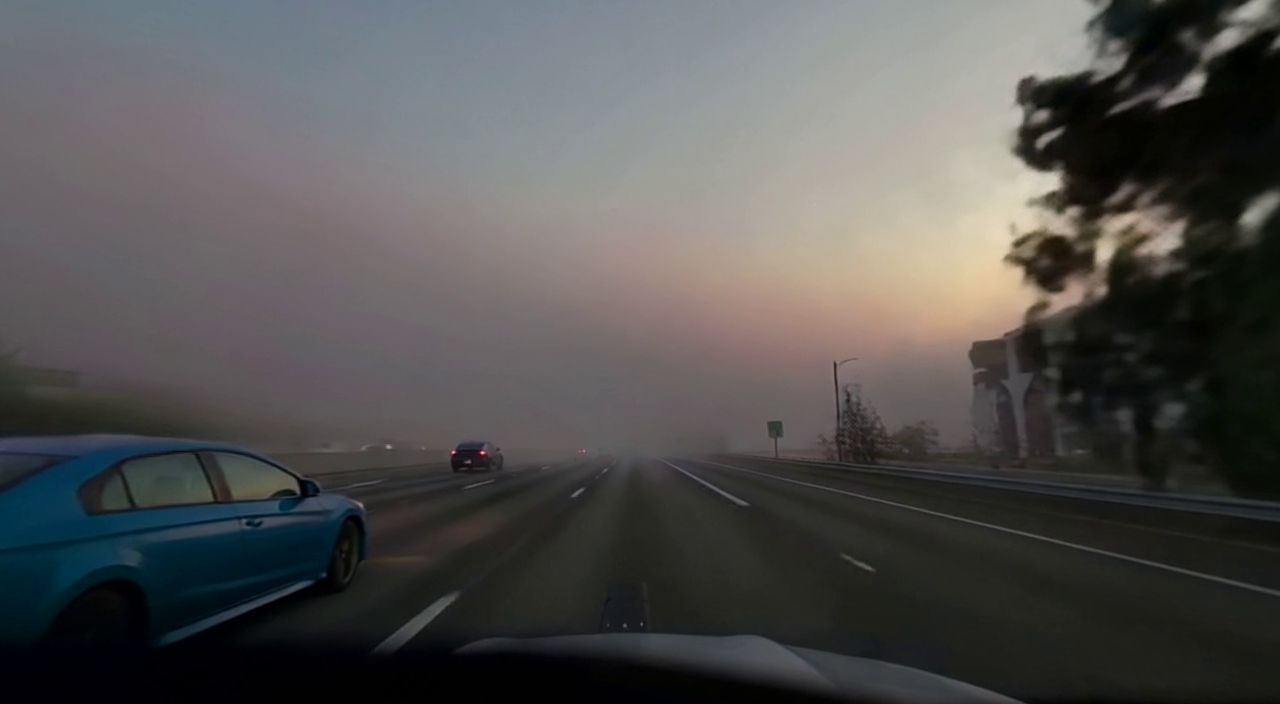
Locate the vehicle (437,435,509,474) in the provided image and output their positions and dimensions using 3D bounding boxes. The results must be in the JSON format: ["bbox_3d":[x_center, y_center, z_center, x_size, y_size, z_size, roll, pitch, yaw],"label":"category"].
[{"bbox_3d":[-7.660,4.739,29.399,2.118,1.675,4.395,0,-8,1],"label":"vehicle"}]

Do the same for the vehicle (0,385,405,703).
[{"bbox_3d":[-3.636,1.178,4.233,2.144,1.565,4.951,0,-8,1],"label":"vehicle"}]
